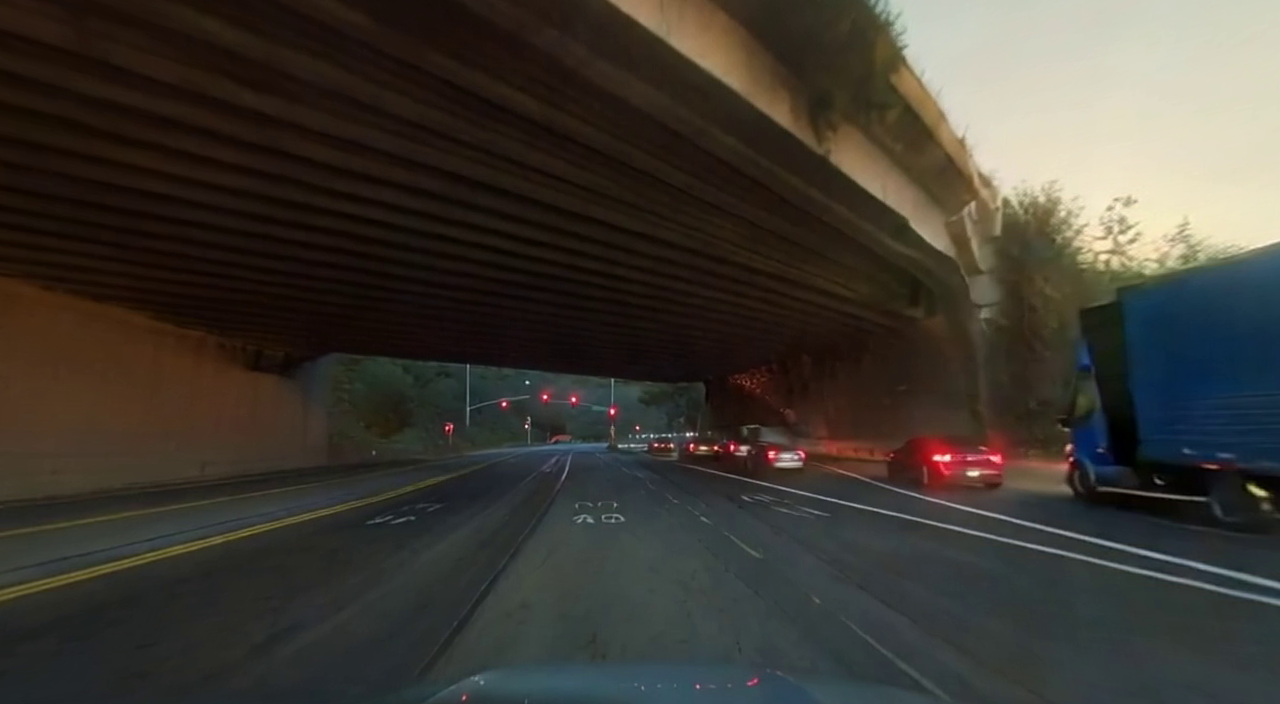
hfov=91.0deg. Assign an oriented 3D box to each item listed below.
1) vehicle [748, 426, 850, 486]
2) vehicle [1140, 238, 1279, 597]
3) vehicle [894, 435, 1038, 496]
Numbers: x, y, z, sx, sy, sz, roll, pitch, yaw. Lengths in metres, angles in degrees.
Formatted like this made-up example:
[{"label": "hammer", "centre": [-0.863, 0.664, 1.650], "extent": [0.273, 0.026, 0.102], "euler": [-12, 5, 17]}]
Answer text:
[{"label": "vehicle", "centre": [5.017, 3.330, 20.467], "extent": [1.917, 1.748, 4.003], "euler": [0, -8, -5]}, {"label": "vehicle", "centre": [6.469, 0.150, 2.520], "extent": [2.625, 2.975, 8.237], "euler": [-1, -8, 4]}, {"label": "vehicle", "centre": [9.332, 3.237, 18.435], "extent": [1.919, 1.545, 3.885], "euler": [0, -7, -4]}]
